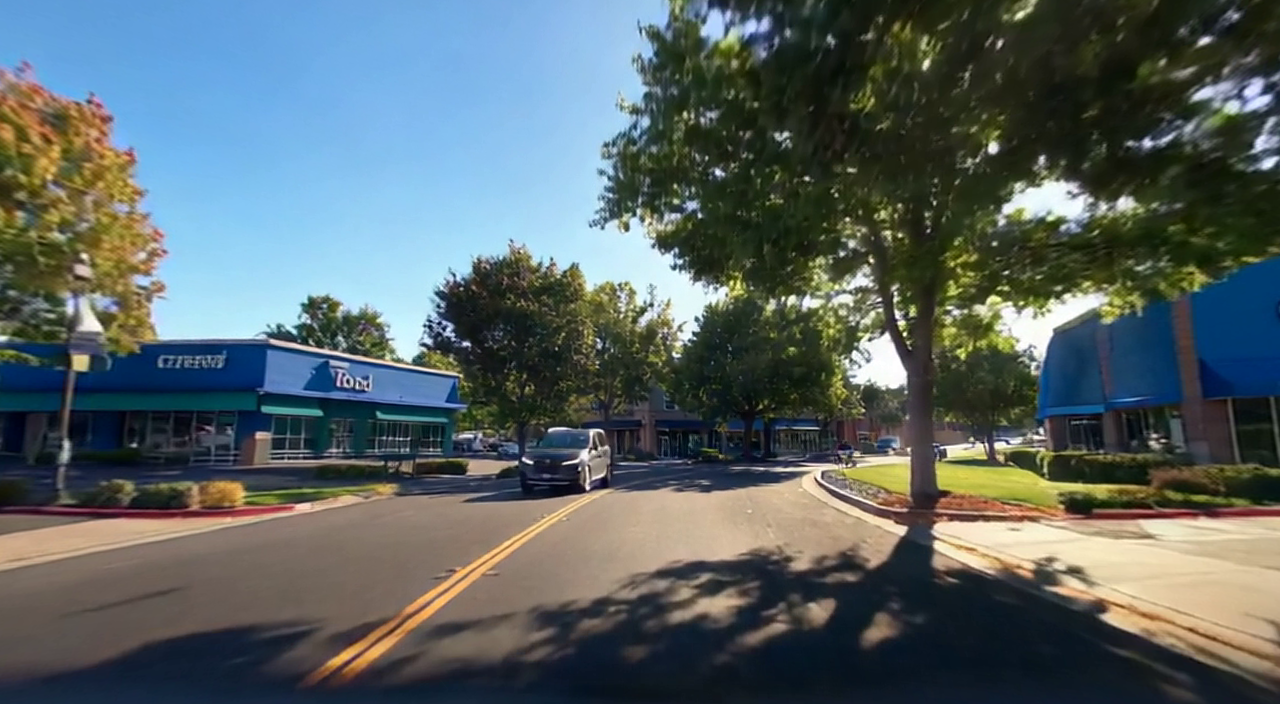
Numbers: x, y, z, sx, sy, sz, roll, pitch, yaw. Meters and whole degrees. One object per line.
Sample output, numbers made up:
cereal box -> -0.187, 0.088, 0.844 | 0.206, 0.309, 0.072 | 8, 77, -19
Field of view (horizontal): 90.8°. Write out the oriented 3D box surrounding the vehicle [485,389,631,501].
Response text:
vehicle -> -2.207, 2.924, 19.966 | 2.489, 2.884, 6.940 | -2, -9, 11
